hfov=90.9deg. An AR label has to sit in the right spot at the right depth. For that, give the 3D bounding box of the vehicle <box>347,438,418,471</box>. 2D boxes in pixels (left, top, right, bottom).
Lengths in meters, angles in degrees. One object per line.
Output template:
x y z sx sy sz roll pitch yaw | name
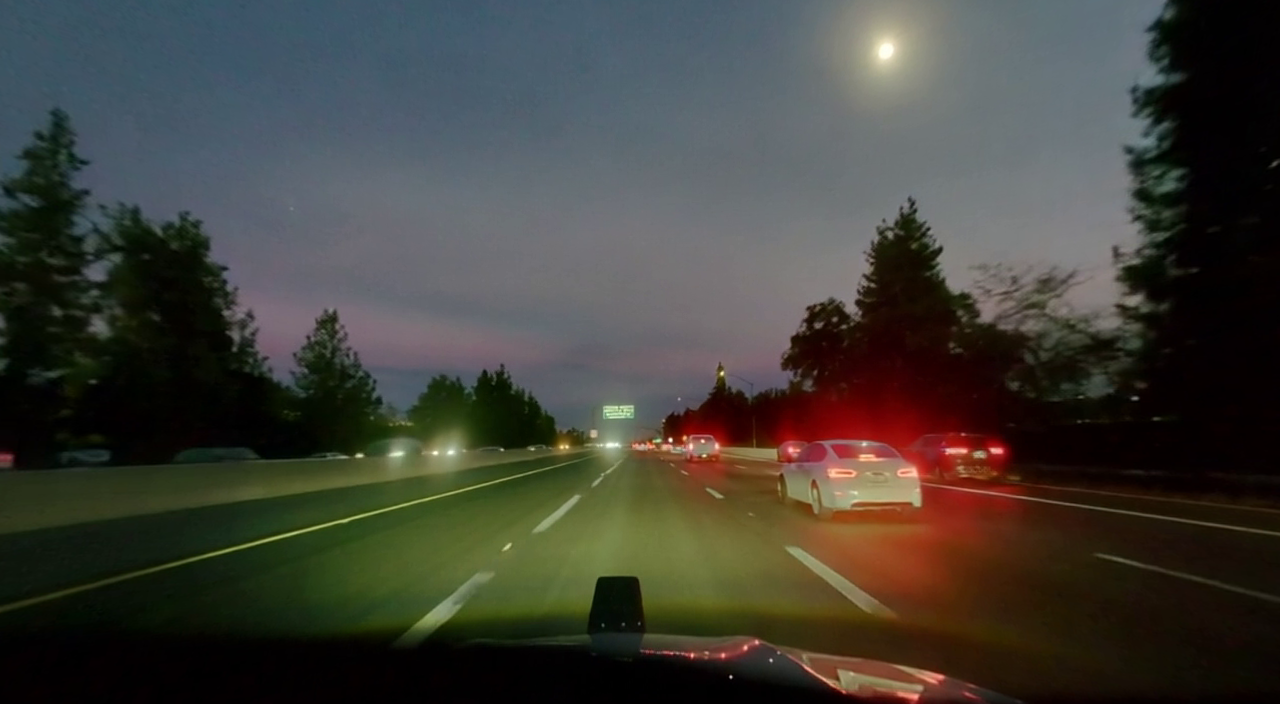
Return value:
-13.707 5.475 33.908 1.909 1.599 4.476 0 -8 0 | vehicle

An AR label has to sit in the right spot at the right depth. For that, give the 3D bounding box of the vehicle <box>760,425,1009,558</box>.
3.325 1.986 9.817 1.978 1.535 4.705 0 -8 0 | vehicle

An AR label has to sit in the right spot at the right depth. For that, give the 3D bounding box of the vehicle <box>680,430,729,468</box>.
3.637 5.613 36.600 2.218 1.964 5.662 0 -8 0 | vehicle

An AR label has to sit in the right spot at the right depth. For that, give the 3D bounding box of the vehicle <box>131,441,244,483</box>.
-21.070 5.125 29.651 1.960 1.795 4.431 0 -8 0 | vehicle
